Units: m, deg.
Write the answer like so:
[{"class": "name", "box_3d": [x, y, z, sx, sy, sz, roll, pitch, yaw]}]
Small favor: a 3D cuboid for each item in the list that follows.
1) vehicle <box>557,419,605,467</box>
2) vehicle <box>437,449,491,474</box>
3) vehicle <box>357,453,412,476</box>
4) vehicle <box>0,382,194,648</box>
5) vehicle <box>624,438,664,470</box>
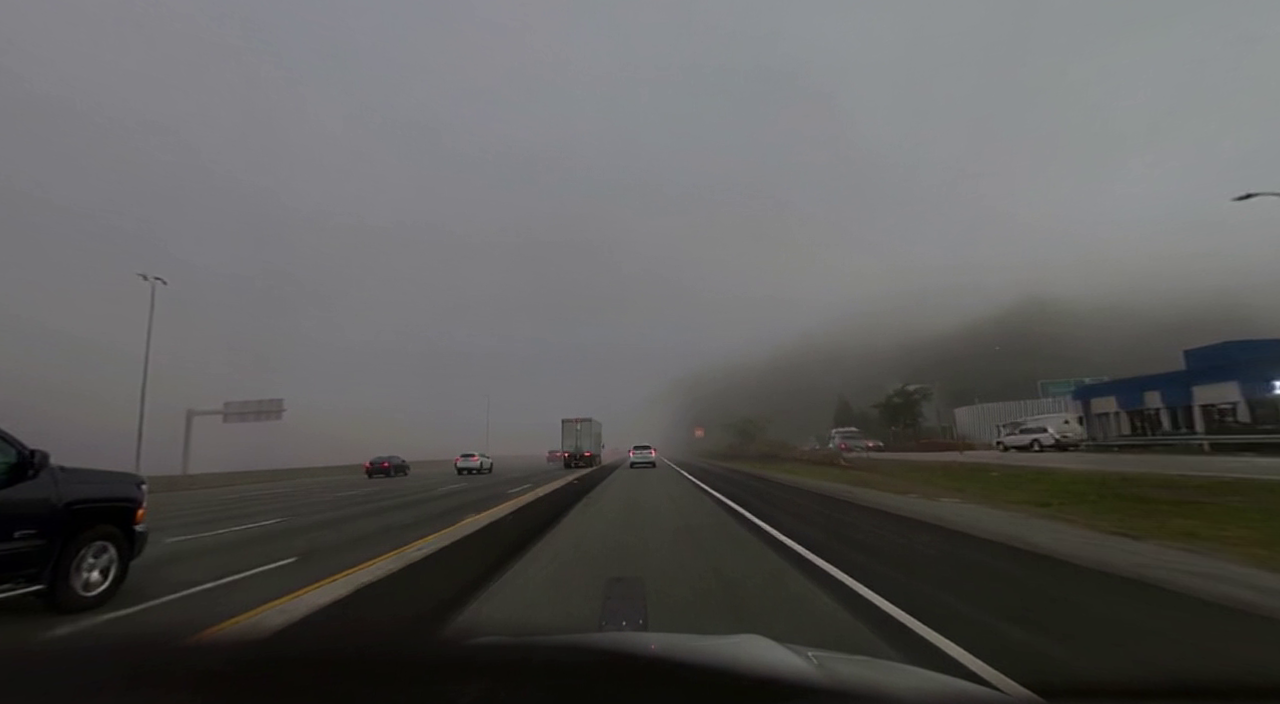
[{"class": "vehicle", "box_3d": [-4.473, 7.204, 49.830, 2.796, 3.426, 8.553, -1, -8, 1]}, {"class": "vehicle", "box_3d": [-11.264, 6.997, 40.671, 1.928, 1.480, 4.823, -1, -8, 2]}, {"class": "vehicle", "box_3d": [-18.422, 8.123, 45.699, 1.899, 1.478, 4.640, -1, -8, 3]}, {"class": "vehicle", "box_3d": [-5.485, 1.028, 3.725, 2.200, 1.793, 4.586, -1, -8, 2]}, {"class": "vehicle", "box_3d": [0.223, 6.057, 37.641, 2.227, 1.794, 4.646, 0, -8, 1]}]
